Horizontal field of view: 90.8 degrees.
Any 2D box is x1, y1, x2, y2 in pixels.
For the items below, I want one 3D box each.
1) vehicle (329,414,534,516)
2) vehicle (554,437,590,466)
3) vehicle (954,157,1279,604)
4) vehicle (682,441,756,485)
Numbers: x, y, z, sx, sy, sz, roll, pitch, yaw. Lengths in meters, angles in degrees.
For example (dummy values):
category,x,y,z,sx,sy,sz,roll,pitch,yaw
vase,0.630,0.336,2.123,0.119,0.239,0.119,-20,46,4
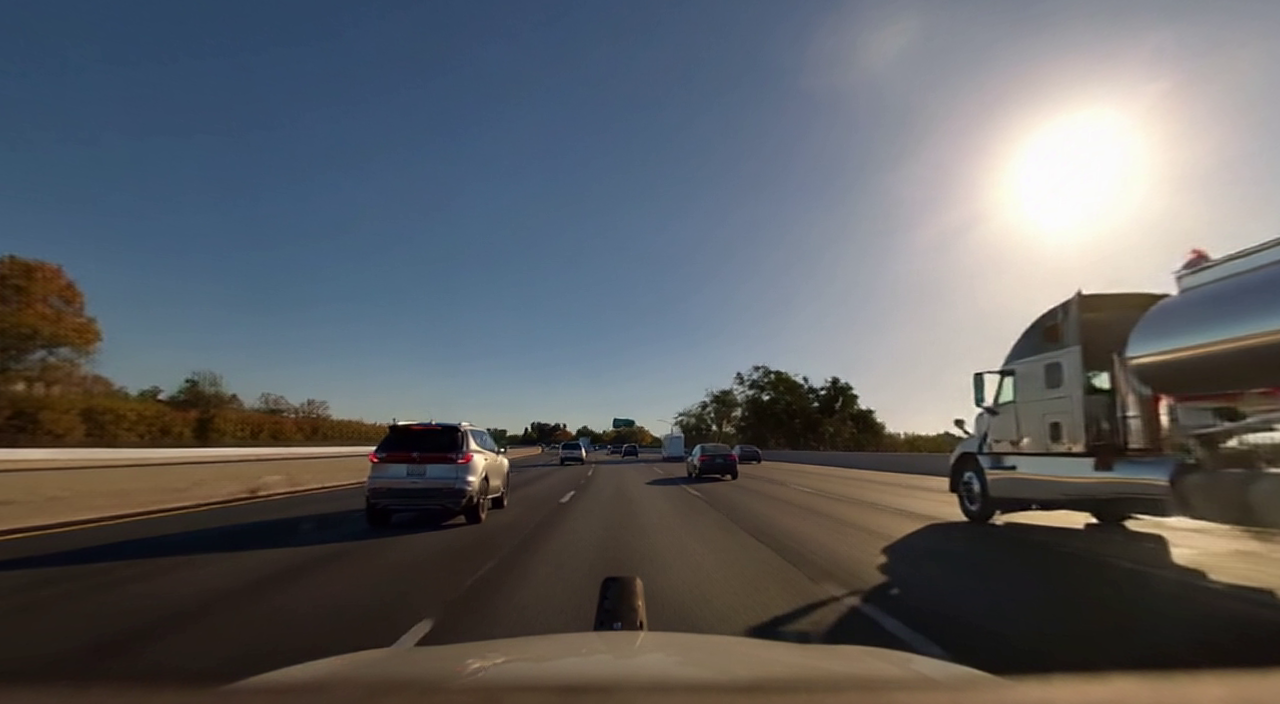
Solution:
category,x,y,z,sx,sy,sz,roll,pitch,yaw
vehicle,-4.259,2.477,14.381,2.684,1.839,5.803,0,-8,0
vehicle,-4.504,6.674,42.451,2.149,1.843,4.348,0,-8,-3
vehicle,7.316,0.171,4.921,3.548,3.827,11.870,0,-8,0
vehicle,2.915,4.191,24.234,2.053,1.510,4.400,0,-8,-3
